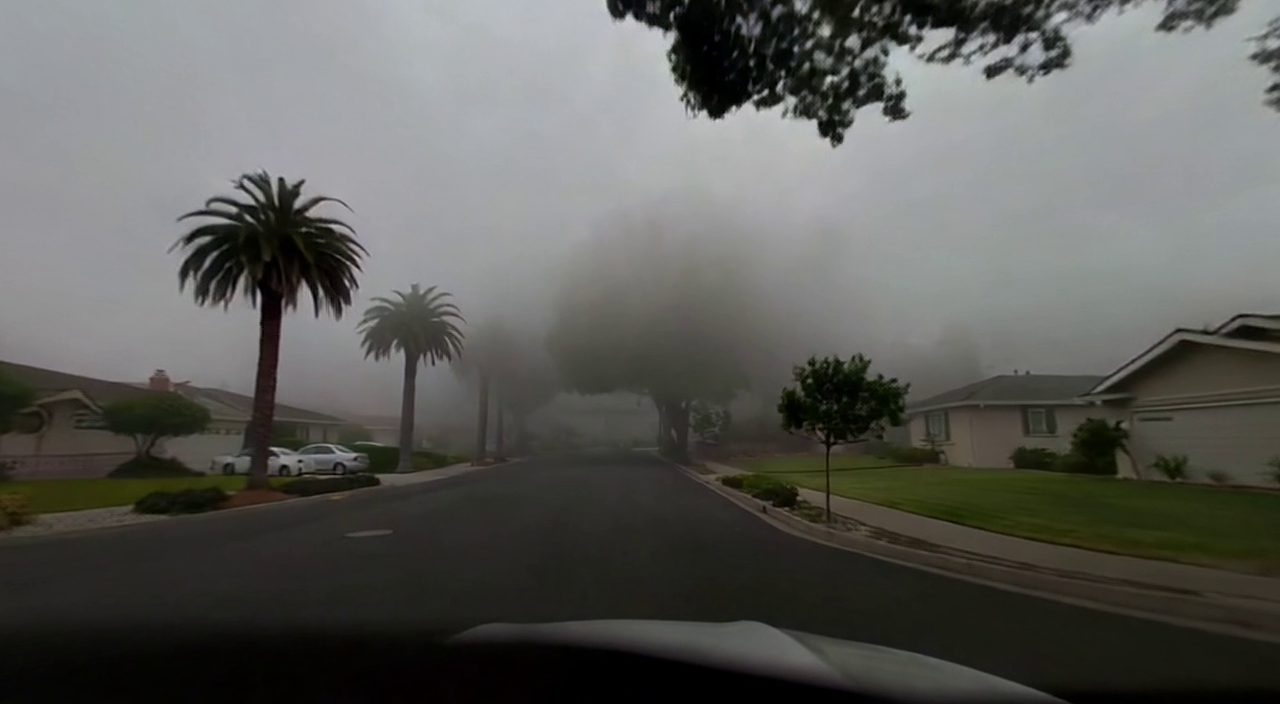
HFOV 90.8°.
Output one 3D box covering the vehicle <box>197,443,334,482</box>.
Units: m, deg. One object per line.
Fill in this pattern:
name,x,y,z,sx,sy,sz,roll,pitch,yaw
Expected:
vehicle,-15.491,4.585,26.346,4.358,1.516,2.077,0,-8,-3
